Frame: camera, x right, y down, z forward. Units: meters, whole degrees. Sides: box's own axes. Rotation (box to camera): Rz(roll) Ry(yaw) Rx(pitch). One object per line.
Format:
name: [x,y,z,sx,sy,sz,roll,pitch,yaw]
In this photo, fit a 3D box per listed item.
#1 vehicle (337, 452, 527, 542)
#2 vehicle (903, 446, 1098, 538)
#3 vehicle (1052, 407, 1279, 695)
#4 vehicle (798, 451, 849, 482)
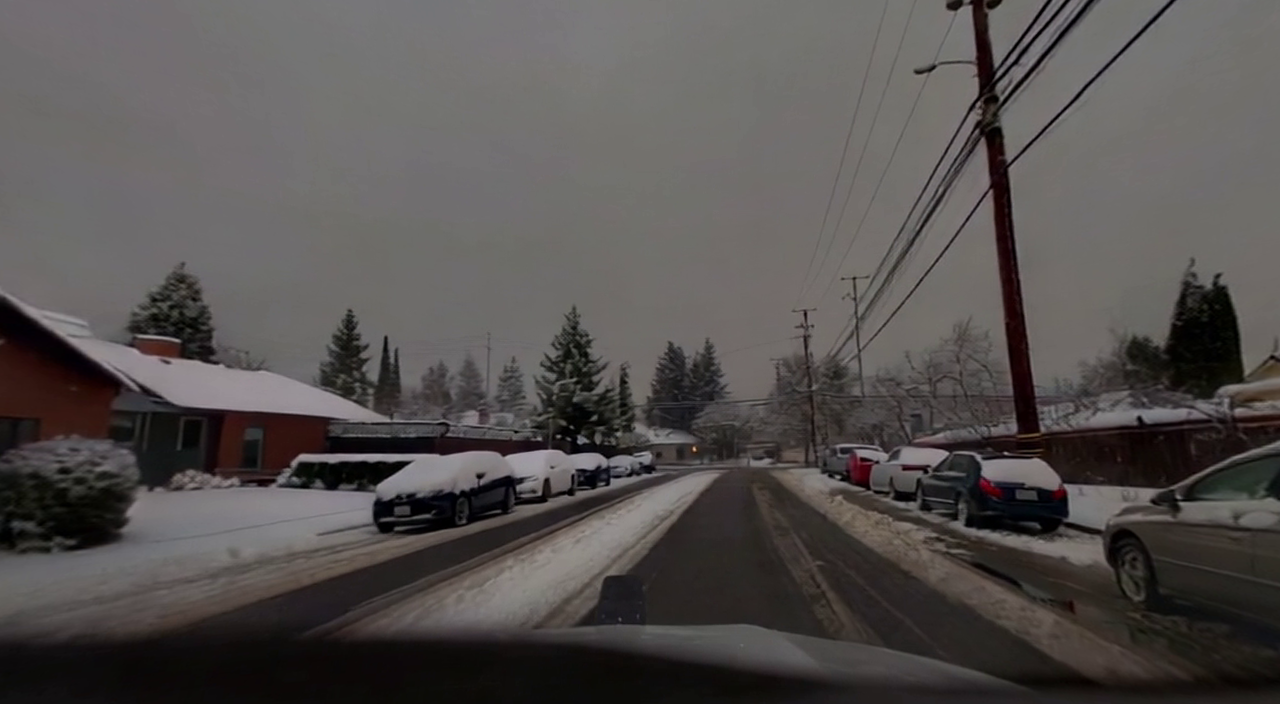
vehicle: [-4.030,2.880,13.310,1.930,1.478,4.731,-2,-9,7]
vehicle: [6.646,2.572,12.272,1.887,1.435,4.161,-2,-9,9]
vehicle: [4.971,1.167,3.723,2.439,1.670,4.631,-2,-9,8]
vehicle: [9.734,6.111,33.874,1.979,1.480,4.500,-2,-9,8]
